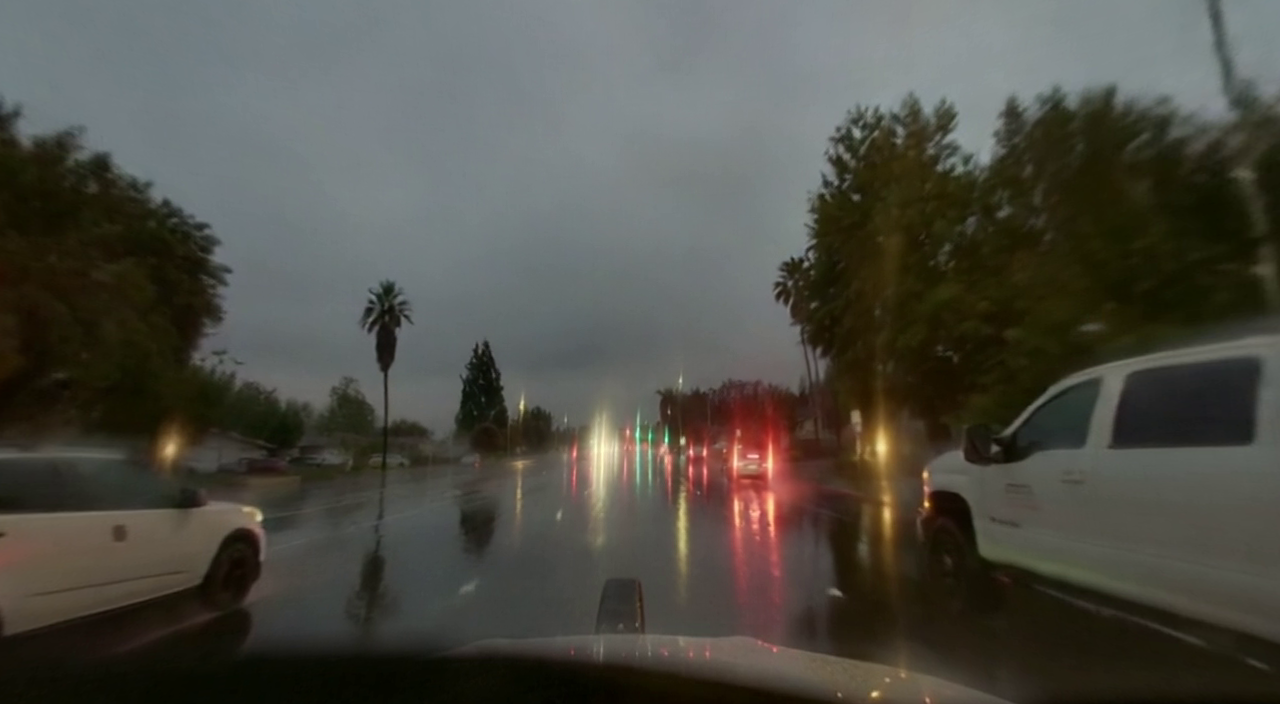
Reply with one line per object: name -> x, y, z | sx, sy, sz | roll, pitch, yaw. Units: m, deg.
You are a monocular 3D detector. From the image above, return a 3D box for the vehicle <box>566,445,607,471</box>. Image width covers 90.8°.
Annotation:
vehicle -> -3.399, 6.817, 40.963 | 2.263, 1.548, 4.555 | 0, -8, 0

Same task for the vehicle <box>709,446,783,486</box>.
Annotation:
vehicle -> 4.122, 4.528, 25.526 | 2.149, 1.421, 4.805 | 0, -8, 0

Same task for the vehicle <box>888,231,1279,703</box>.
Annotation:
vehicle -> 3.422, 0.682, 2.611 | 2.478, 2.030, 5.723 | 0, -8, 0

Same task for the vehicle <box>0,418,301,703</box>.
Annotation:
vehicle -> -4.473, 1.264, 4.352 | 2.094, 1.509, 4.286 | 0, -8, -4
